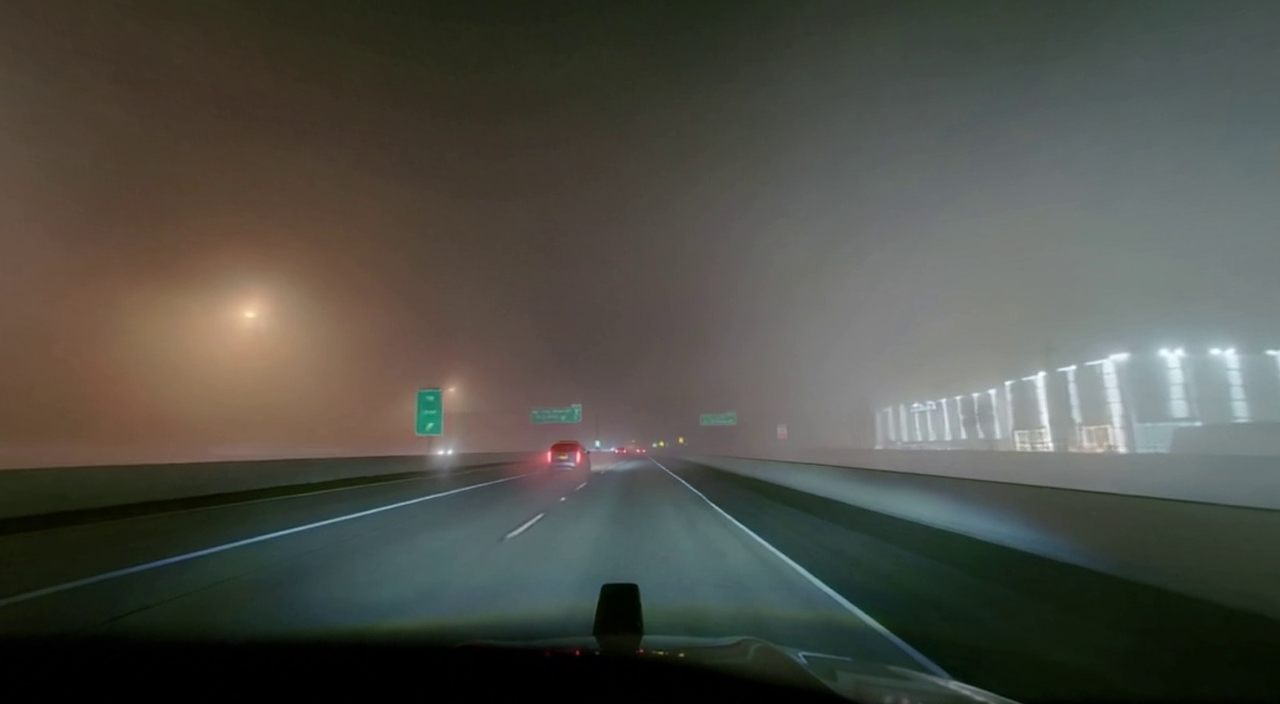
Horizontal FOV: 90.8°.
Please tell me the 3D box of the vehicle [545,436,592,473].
[{"bbox_3d":[-3.698,5.406,33.436,2.047,1.786,4.217,0,-9,0],"label":"vehicle"}]
